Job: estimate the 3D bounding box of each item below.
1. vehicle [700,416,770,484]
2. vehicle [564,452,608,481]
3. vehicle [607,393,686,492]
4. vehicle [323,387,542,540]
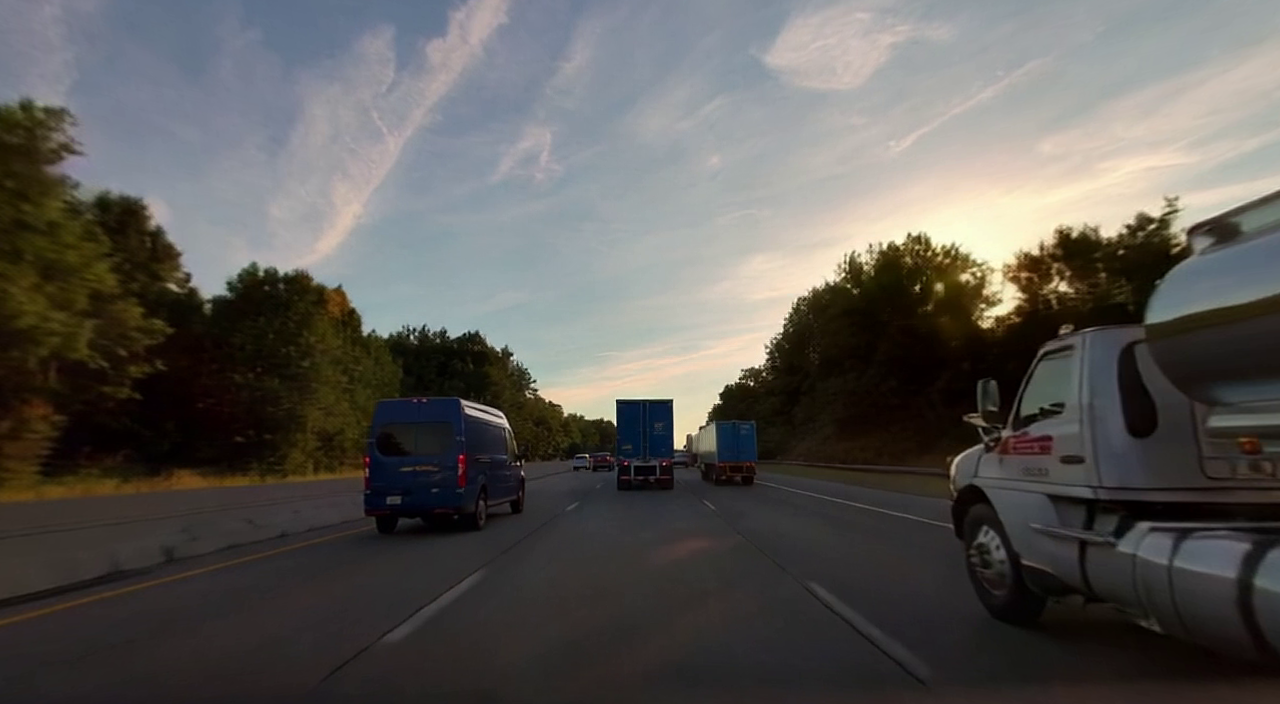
[{"bbox_3d":[5.514,6.010,38.740,2.706,3.500,11.483,0,-9,1],"label":"vehicle"},{"bbox_3d":[-3.229,6.940,38.525,2.134,1.652,4.439,0,-9,3],"label":"vehicle"},{"bbox_3d":[0.105,3.930,26.778,2.773,3.455,9.118,0,-10,-1],"label":"vehicle"},{"bbox_3d":[-3.999,2.370,13.877,2.525,2.572,6.260,0,-9,1],"label":"vehicle"}]
